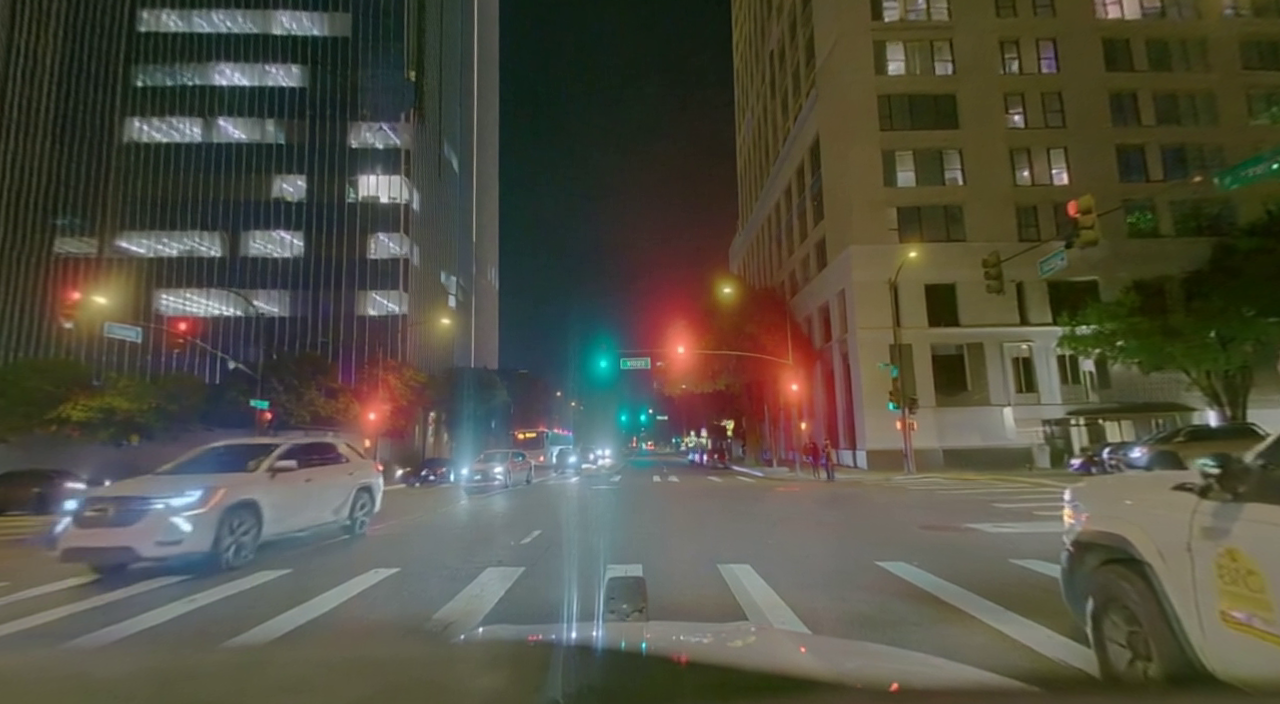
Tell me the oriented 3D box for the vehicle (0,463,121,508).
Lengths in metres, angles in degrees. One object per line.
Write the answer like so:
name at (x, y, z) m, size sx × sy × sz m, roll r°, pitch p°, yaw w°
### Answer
vehicle at (-27.166, 6.053, 28.729) m, size 5.101 × 1.851 × 2.118 m, roll 0°, pitch -8°, yaw 2°

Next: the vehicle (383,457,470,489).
vehicle at (-11.226, 6.371, 33.534) m, size 2.051 × 1.468 × 4.635 m, roll -2°, pitch -9°, yaw 15°

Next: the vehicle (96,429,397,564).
vehicle at (-5.977, 2.198, 10.458) m, size 1.990 × 1.710 × 4.507 m, roll 0°, pitch -8°, yaw 1°

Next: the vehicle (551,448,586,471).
vehicle at (-5.365, 8.104, 47.750) m, size 1.997 × 1.610 × 4.144 m, roll 0°, pitch -8°, yaw 2°

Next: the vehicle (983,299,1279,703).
vehicle at (3.263, 0.627, 1.343) m, size 2.118 × 1.848 × 5.426 m, roll 0°, pitch -8°, yaw 2°

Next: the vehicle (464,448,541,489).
vehicle at (-5.469, 4.699, 25.784) m, size 1.956 × 1.457 × 4.958 m, roll 0°, pitch -8°, yaw 1°
